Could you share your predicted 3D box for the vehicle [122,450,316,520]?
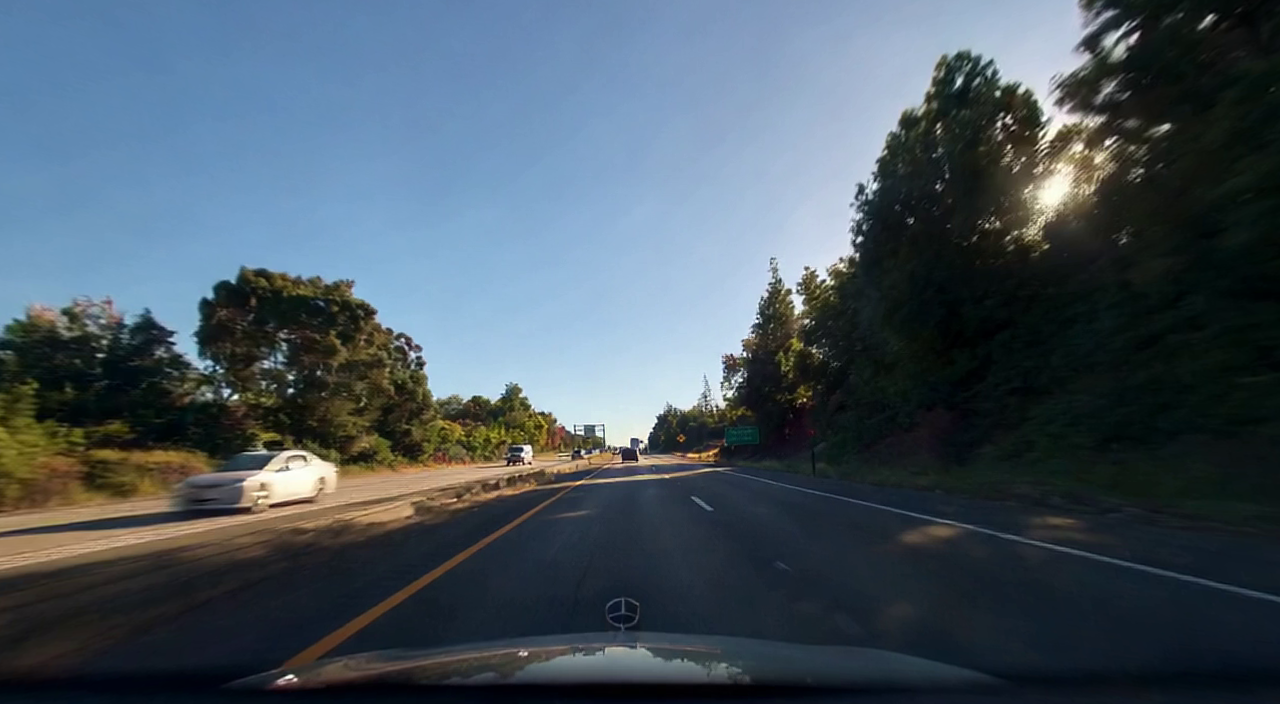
[{"bbox_3d":[-10.800,3.393,16.625,1.938,1.555,4.651,0,-9,0],"label":"vehicle"}]
